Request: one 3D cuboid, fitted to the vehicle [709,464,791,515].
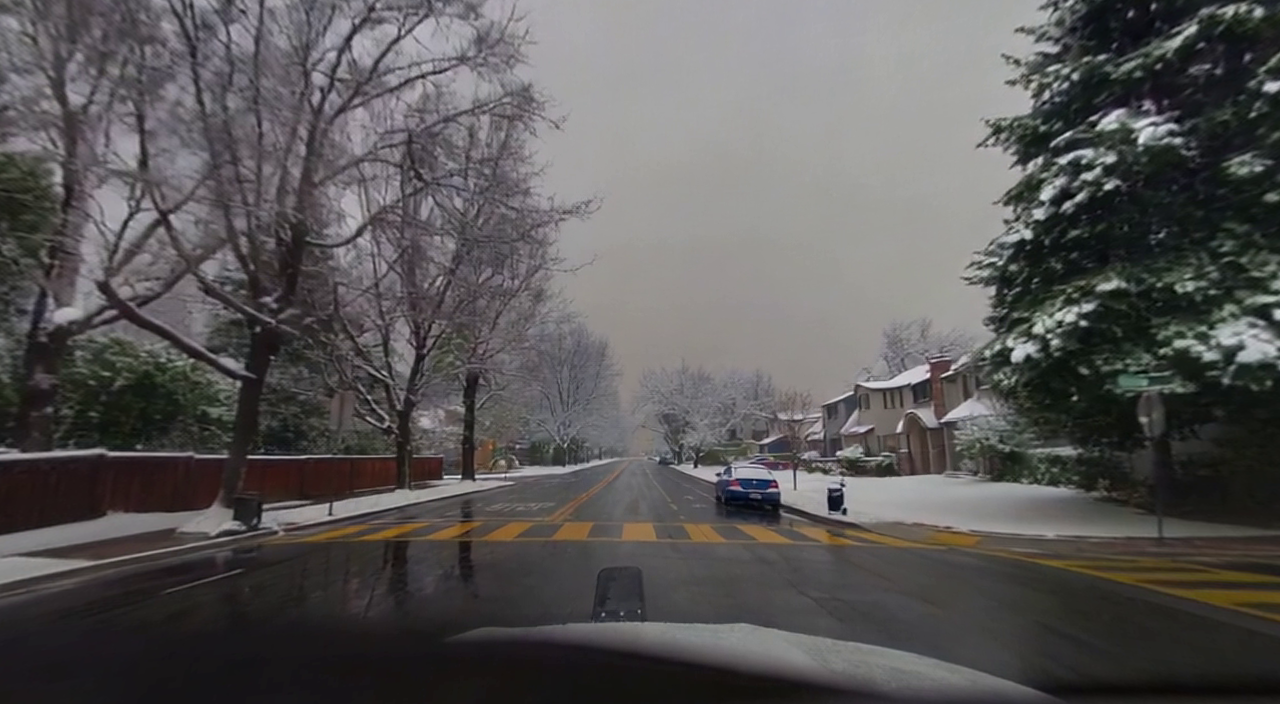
[{"bbox_3d":[3.713,4.739,22.256,1.961,1.472,4.434,0,-9,-2],"label":"vehicle"}]
